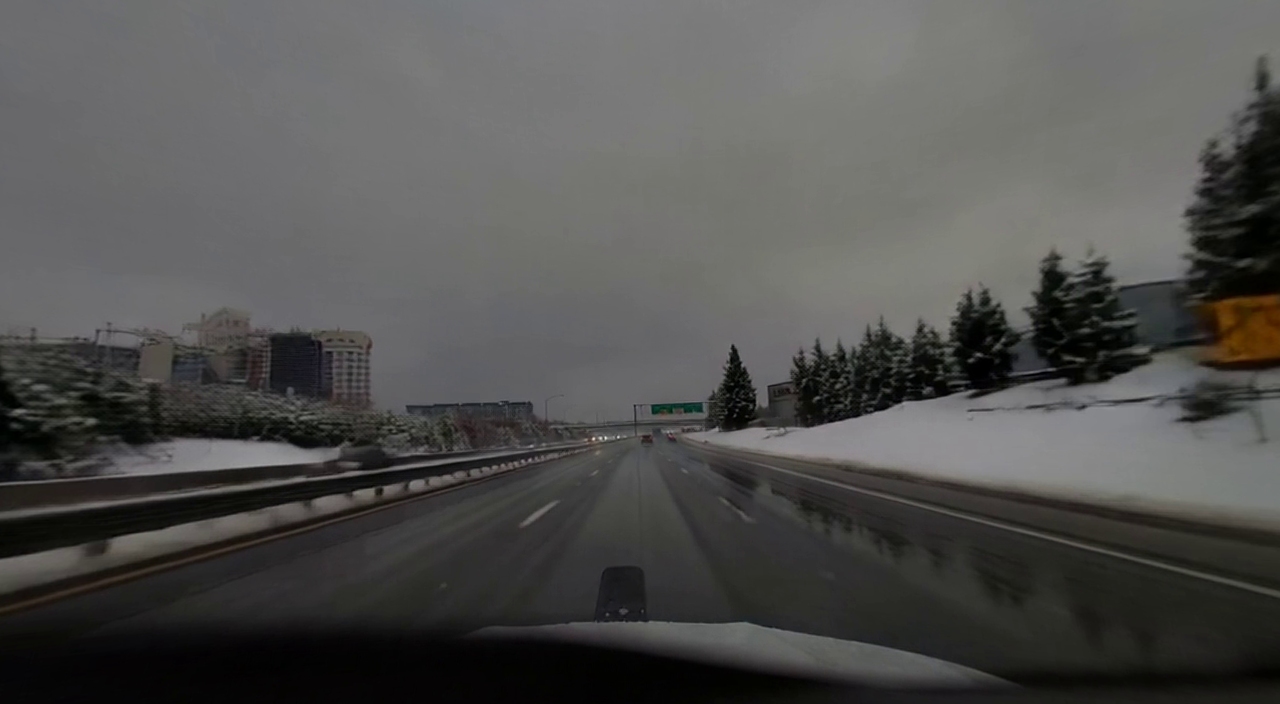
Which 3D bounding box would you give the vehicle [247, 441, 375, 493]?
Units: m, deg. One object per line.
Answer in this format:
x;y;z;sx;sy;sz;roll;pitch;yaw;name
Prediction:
-10.390;3.629;20.318;1.856;1.476;4.095;0;-8;1;vehicle
